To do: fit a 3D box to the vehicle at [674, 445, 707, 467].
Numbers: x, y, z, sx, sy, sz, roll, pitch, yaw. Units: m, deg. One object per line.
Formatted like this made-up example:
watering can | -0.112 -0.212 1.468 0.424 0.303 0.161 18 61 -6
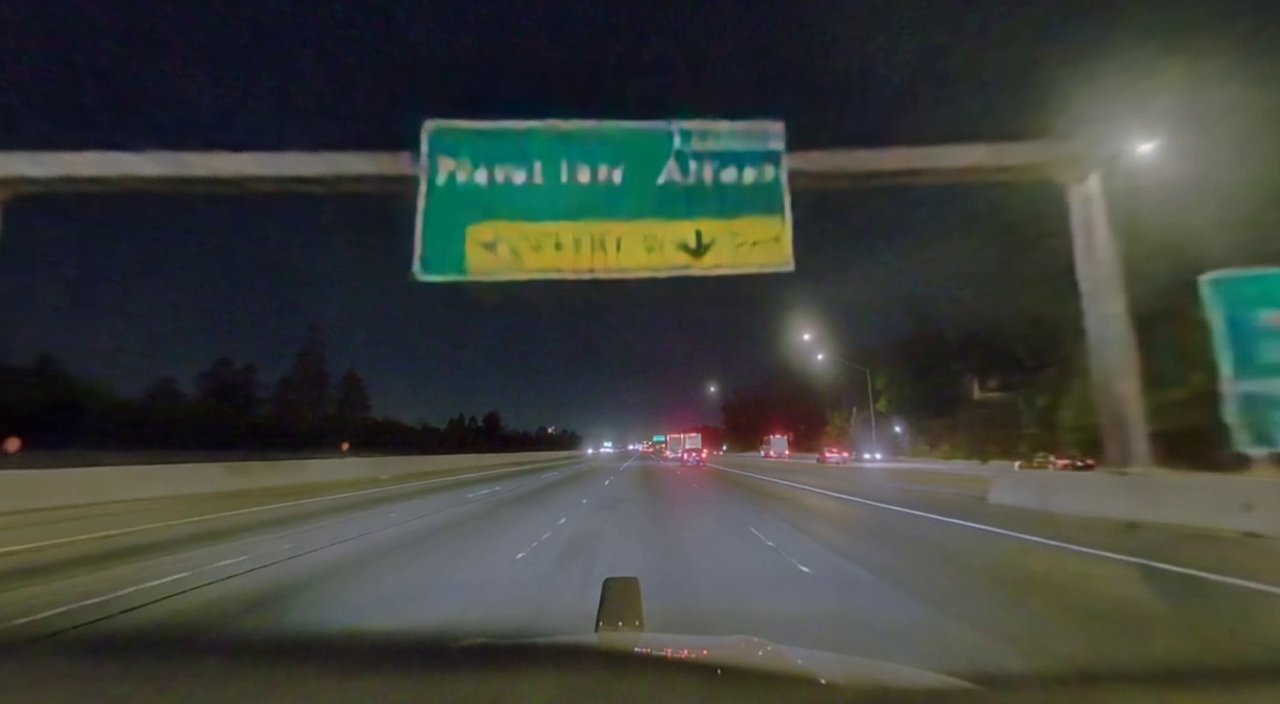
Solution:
vehicle | 3.653 7.680 46.574 2.033 1.501 4.398 0 -9 -1
